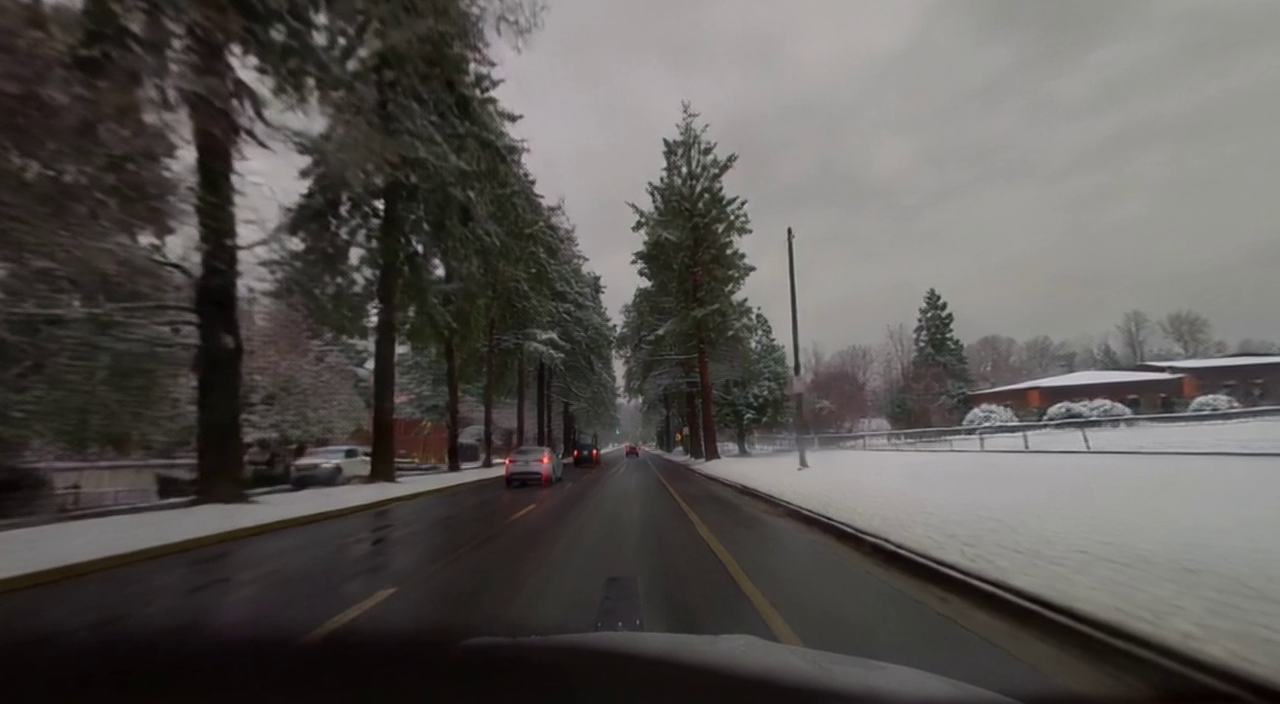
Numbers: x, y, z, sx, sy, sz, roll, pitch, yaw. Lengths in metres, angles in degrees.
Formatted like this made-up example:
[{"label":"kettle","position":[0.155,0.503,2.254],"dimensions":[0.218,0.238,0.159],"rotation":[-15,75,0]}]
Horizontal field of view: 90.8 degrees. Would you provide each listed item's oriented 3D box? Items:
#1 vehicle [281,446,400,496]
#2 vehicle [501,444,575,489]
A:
[{"label":"vehicle","position":[-11.738,4.662,25.314],"dimensions":[2.109,1.729,5.492],"rotation":[0,-9,0]},{"label":"vehicle","position":[-3.597,4.105,22.992],"dimensions":[1.932,1.431,4.144],"rotation":[0,-9,1]}]
